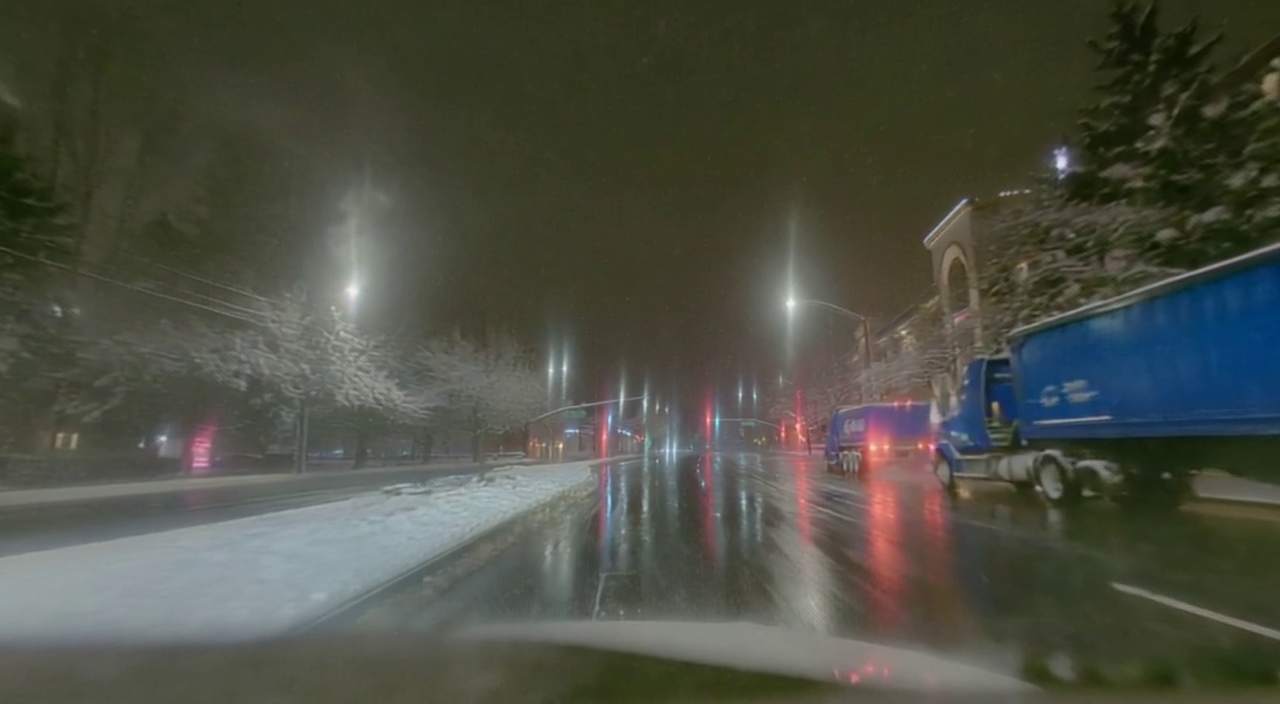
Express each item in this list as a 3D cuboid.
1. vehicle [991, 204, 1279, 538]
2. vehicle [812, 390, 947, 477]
[{"bbox_3d":[10.002,0.010,6.738,2.907,4.439,17.681,0,-8,2],"label":"vehicle"},{"bbox_3d":[11.154,4.069,30.999,2.946,3.506,10.682,-1,-8,3],"label":"vehicle"}]
